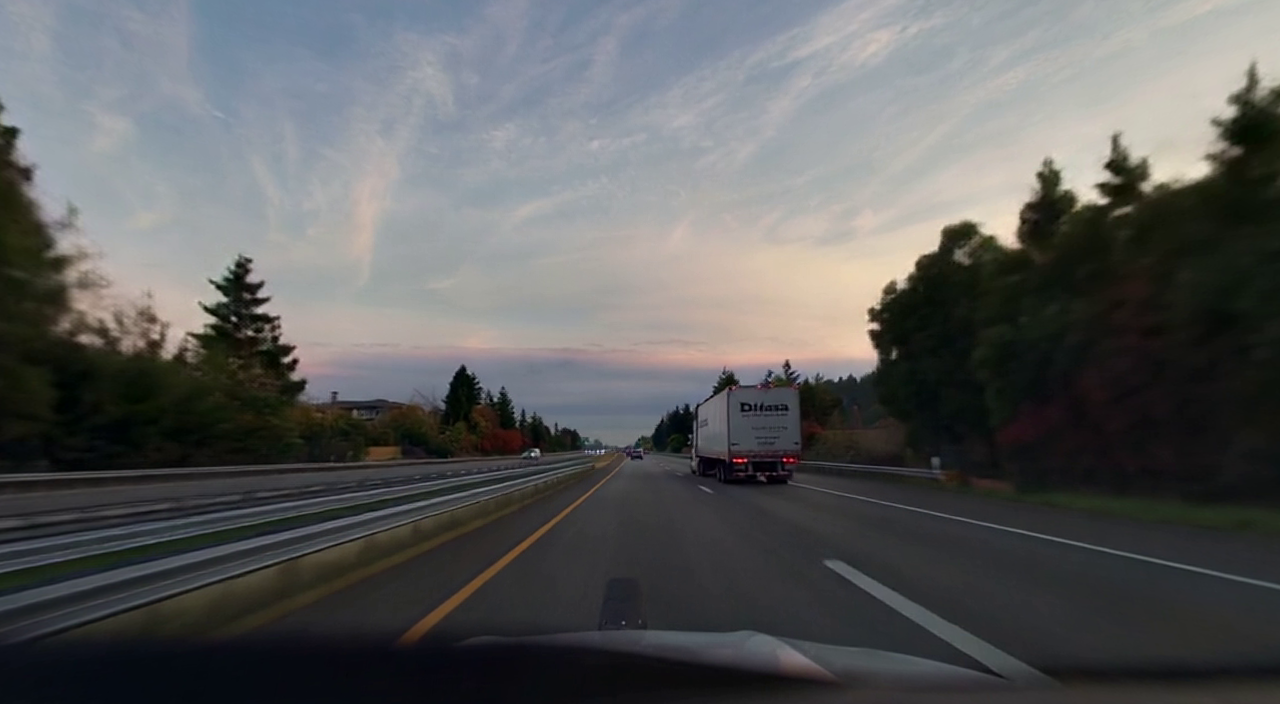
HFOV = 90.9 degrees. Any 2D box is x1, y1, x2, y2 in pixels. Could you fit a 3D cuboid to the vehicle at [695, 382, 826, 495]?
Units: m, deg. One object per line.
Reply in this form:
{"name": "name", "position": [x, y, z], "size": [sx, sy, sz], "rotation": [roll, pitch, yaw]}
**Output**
{"name": "vehicle", "position": [4.175, 3.526, 25.042], "size": [2.876, 3.419, 11.591], "rotation": [0, -9, 0]}
